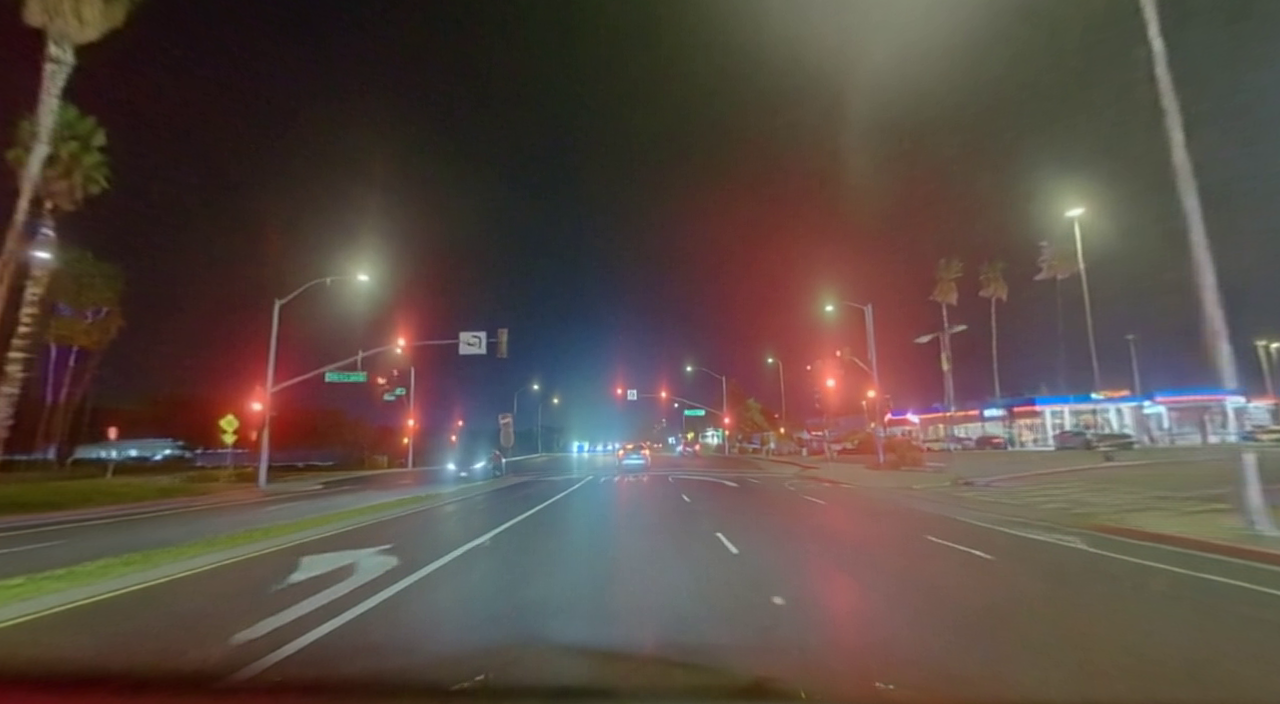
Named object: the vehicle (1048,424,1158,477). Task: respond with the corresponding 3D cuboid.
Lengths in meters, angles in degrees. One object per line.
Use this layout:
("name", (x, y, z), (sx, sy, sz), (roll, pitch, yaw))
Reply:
("vehicle", (14.792, 3.119, 20.104), (1.985, 1.479, 4.580), (-9, -12, 44))

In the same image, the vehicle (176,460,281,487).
("vehicle", (-23.963, 7.073, 36.936), (4.788, 1.464, 1.927), (-1, -9, 2))

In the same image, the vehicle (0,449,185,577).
("vehicle", (-8.493, 2.025, 8.244), (1.894, 1.486, 4.359), (0, -9, 0))

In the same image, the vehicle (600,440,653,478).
("vehicle", (-0.586, 4.748, 28.214), (2.160, 1.508, 4.319), (0, -9, -1))

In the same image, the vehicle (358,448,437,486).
("vehicle", (-11.784, 5.602, 31.153), (2.039, 1.630, 4.878), (1, -8, -2))

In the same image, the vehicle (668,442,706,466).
("vehicle", (3.062, 6.793, 42.066), (2.060, 1.471, 4.168), (0, -9, -2))

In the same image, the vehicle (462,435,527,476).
("vehicle", (-8.606, 6.181, 38.095), (2.440, 2.225, 6.346), (0, -9, 0))

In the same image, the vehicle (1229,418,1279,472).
("vehicle", (20.475, 2.915, 20.262), (2.012, 1.556, 4.432), (-10, -11, 44))
